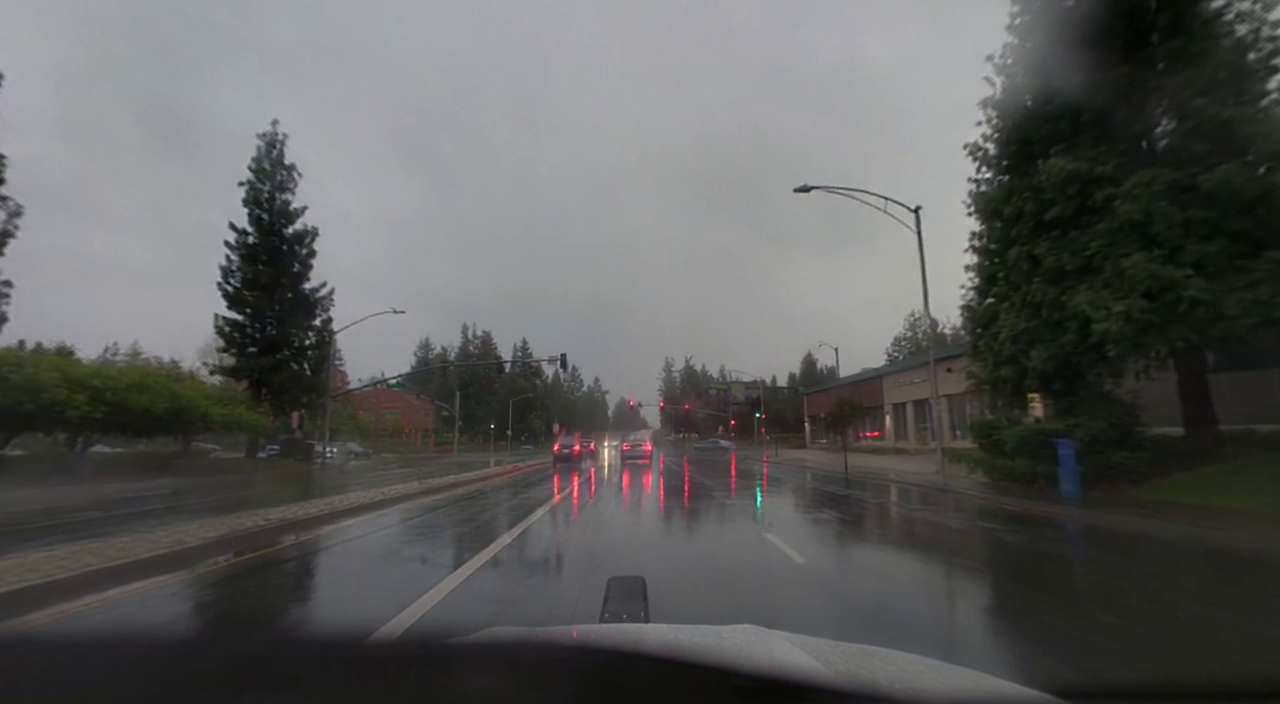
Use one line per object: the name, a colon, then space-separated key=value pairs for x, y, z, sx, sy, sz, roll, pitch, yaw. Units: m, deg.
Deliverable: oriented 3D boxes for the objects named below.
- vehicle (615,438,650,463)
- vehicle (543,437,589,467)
vehicle: x=-0.484 y=6.112 z=39.278 sx=2.066 sy=1.482 sz=3.923 roll=0 pitch=-8 yaw=-1
vehicle: x=-3.899 y=5.386 z=34.060 sx=1.942 sy=1.497 sz=4.561 roll=0 pitch=-8 yaw=0
